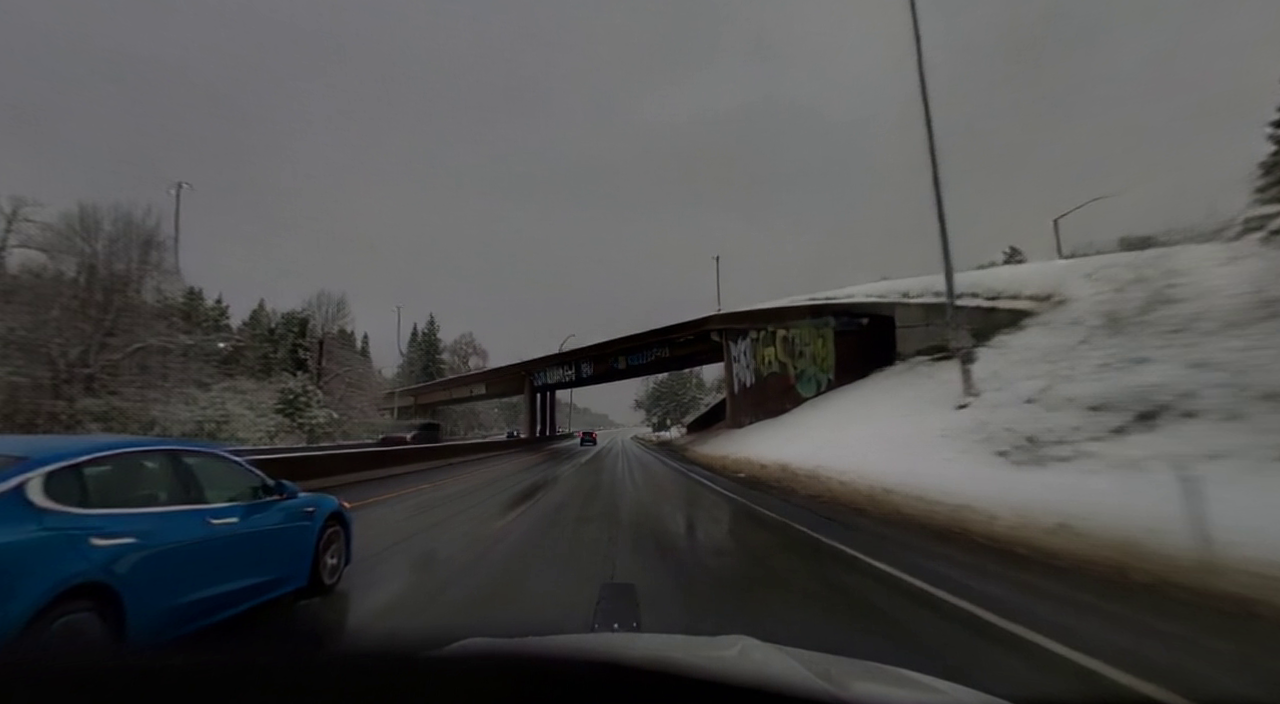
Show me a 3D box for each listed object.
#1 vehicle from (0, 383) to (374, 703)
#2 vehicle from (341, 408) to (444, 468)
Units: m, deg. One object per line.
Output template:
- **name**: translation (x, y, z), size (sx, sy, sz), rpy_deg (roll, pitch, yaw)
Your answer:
- **vehicle**: translation (-3.449, 1.043, 3.383), size (2.108, 1.555, 4.574), rpy_deg (0, -8, -1)
- **vehicle**: translation (-10.145, 3.582, 26.360), size (2.240, 2.254, 5.250), rpy_deg (0, -8, -1)
